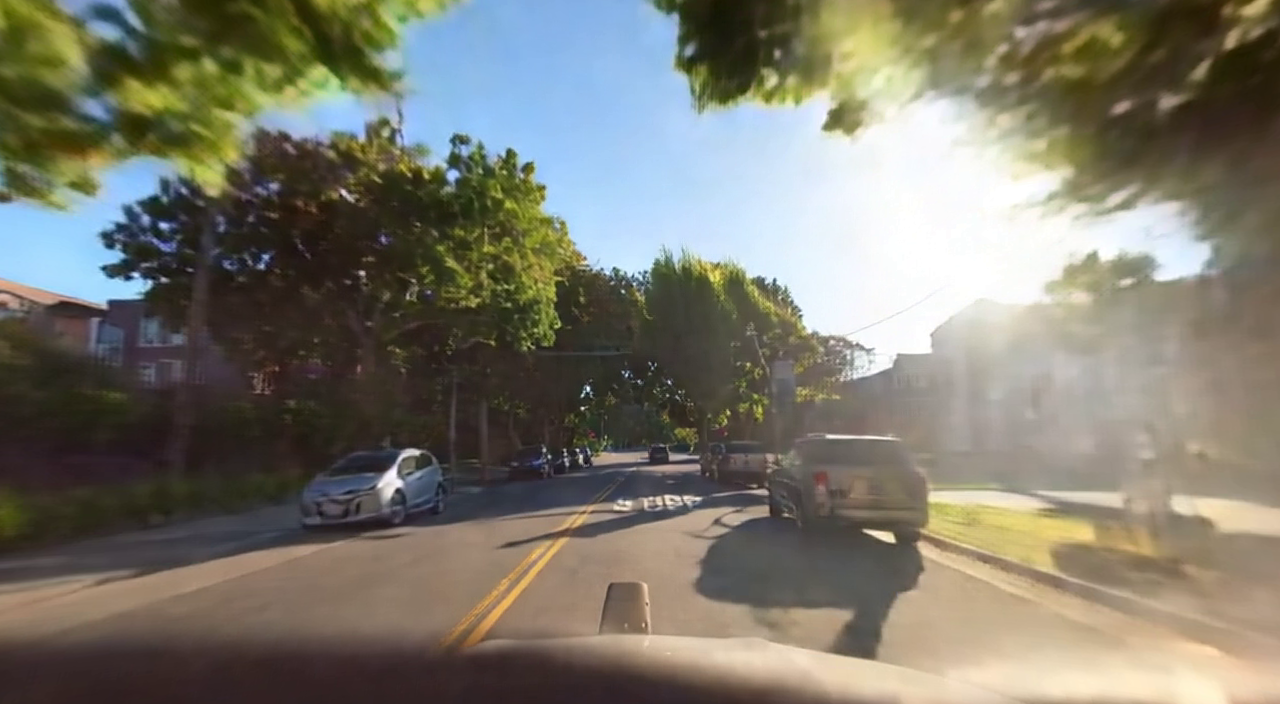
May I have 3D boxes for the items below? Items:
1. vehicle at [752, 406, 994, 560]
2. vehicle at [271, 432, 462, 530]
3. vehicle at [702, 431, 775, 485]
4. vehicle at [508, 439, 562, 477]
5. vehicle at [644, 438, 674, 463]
[{"bbox_3d":[3.213,1.906,10.045,2.117,1.807,4.964,0,-8,2],"label":"vehicle"},{"bbox_3d":[-5.495,2.598,13.456,2.007,1.709,4.502,0,-8,0],"label":"vehicle"},{"bbox_3d":[3.585,3.962,23.881,1.970,1.801,4.721,0,-8,-1],"label":"vehicle"},{"bbox_3d":[-4.937,5.006,30.186,1.955,1.659,4.324,1,-8,-2],"label":"vehicle"},{"bbox_3d":[1.401,7.290,46.921,2.172,1.722,4.201,0,-8,1],"label":"vehicle"}]
